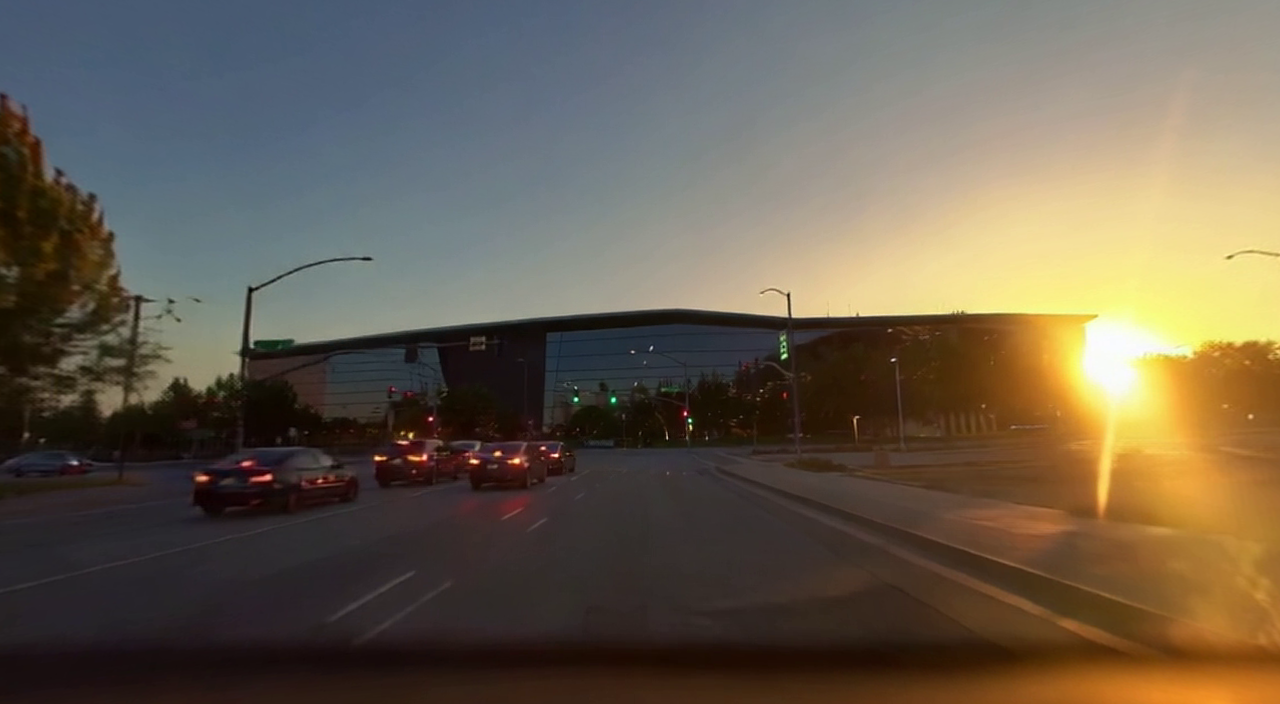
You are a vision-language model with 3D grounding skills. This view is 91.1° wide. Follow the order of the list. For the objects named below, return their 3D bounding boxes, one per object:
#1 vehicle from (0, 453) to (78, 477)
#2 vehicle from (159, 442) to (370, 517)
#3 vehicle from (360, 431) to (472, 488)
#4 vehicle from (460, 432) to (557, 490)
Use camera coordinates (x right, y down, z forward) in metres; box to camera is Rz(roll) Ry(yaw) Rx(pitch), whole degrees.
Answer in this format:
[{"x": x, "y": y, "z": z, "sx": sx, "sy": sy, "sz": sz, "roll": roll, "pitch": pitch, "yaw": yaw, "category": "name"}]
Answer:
[{"x": -44.111, "y": 8.182, "z": 45.576, "sx": 4.570, "sy": 1.714, "sz": 1.969, "roll": 0, "pitch": -9, "yaw": -2, "category": "vehicle"}, {"x": -8.261, "y": 2.813, "z": 14.458, "sx": 2.030, "sy": 1.440, "sz": 4.464, "roll": 0, "pitch": -9, "yaw": 1, "category": "vehicle"}, {"x": -7.862, "y": 3.830, "z": 22.645, "sx": 2.152, "sy": 1.813, "sz": 4.751, "roll": 0, "pitch": -9, "yaw": 2, "category": "vehicle"}, {"x": -3.986, "y": 3.399, "z": 19.864, "sx": 2.043, "sy": 1.636, "sz": 4.320, "roll": 0, "pitch": -9, "yaw": 1, "category": "vehicle"}]
